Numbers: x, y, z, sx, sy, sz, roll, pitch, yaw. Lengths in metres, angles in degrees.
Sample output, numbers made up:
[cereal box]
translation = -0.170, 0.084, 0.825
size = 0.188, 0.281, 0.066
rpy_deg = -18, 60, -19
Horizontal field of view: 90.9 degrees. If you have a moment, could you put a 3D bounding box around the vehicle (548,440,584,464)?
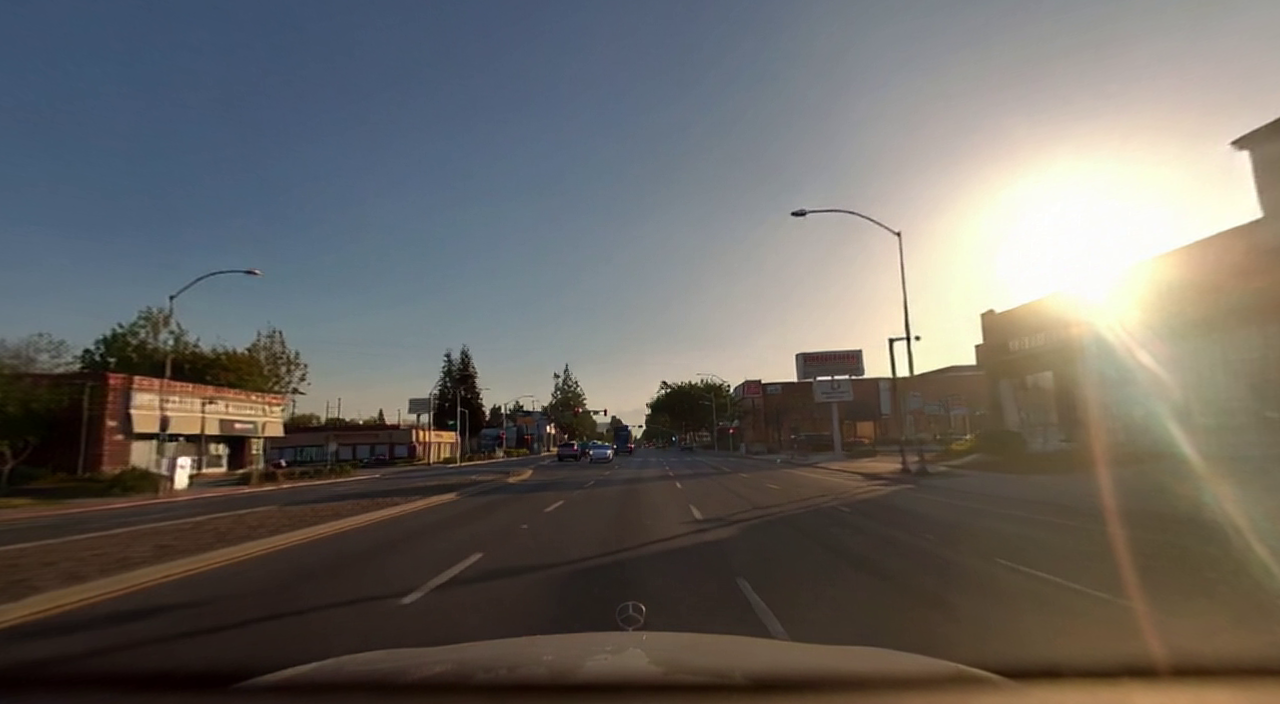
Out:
[vehicle]
translation = -5.609, 7.669, 48.384
size = 2.179, 1.750, 4.621
rpy_deg = 0, -8, 0
